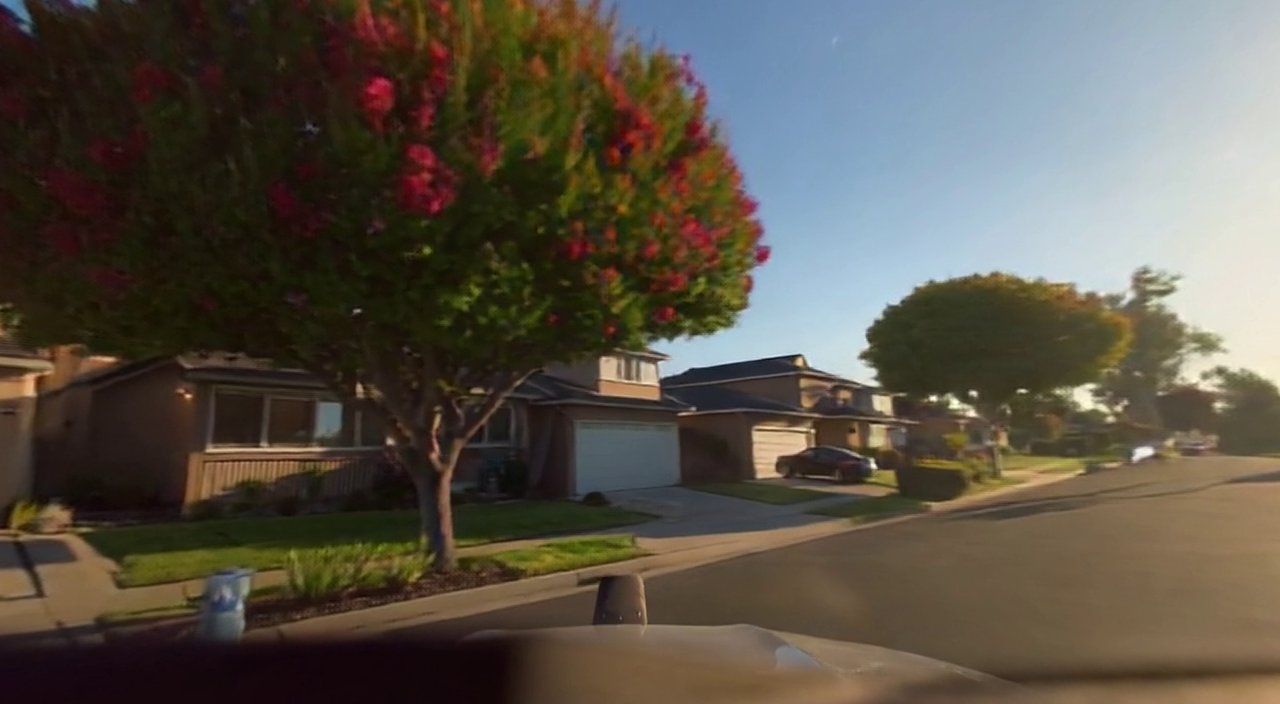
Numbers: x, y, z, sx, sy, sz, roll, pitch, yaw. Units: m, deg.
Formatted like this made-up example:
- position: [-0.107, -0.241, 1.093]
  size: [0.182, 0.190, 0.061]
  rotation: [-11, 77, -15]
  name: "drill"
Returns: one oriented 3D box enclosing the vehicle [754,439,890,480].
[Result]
- position: [7.280, 4.332, 25.636]
  size: [4.916, 1.485, 1.807]
  rotation: [-7, -11, 38]
  name: "vehicle"
